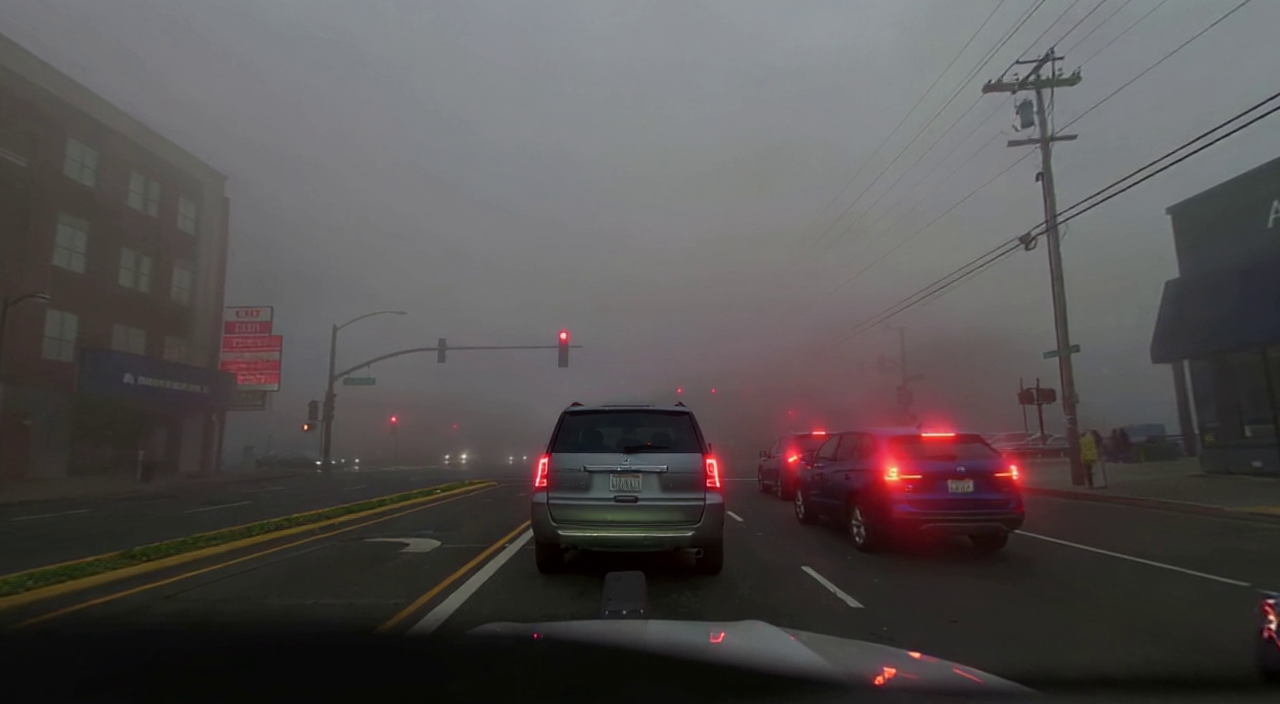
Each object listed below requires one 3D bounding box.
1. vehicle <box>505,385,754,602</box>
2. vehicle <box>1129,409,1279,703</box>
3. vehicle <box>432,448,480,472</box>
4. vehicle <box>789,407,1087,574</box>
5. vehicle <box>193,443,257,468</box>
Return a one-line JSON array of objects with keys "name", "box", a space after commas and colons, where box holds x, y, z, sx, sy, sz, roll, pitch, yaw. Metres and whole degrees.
[{"name": "vehicle", "box": [-0.005, 1.535, 7.683, 2.154, 1.861, 4.280, 0, -8, 3]}, {"name": "vehicle", "box": [3.370, 0.731, 0.811, 1.884, 1.484, 4.609, 0, -8, 2]}, {"name": "vehicle", "box": [-14.241, 8.343, 49.144, 2.102, 1.737, 4.570, -1, -8, 4]}, {"name": "vehicle", "box": [3.618, 1.763, 8.797, 2.036, 1.719, 4.318, 0, -8, 0]}, {"name": "vehicle", "box": [-27.449, 6.869, 41.855, 1.693, 1.563, 3.716, 0, -8, 0]}]
